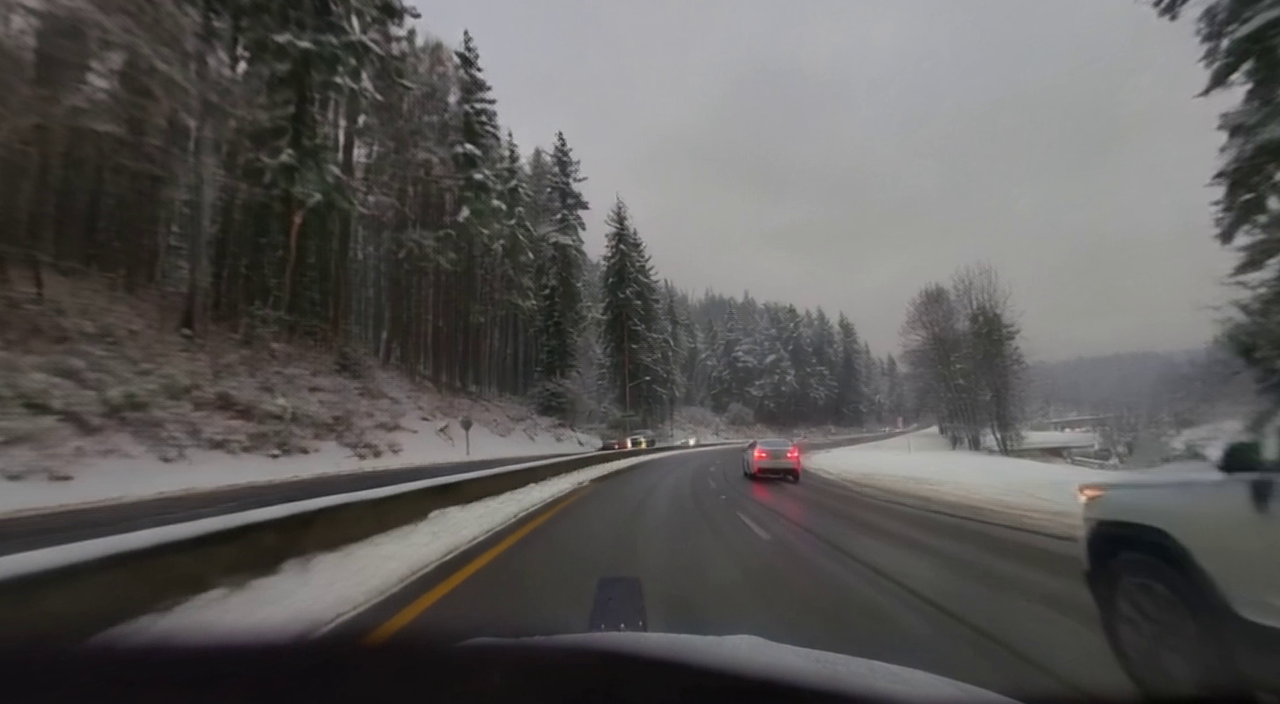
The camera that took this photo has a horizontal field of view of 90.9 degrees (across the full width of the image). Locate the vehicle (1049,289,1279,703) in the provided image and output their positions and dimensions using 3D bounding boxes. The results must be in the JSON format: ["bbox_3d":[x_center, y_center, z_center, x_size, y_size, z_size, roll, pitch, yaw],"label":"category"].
[{"bbox_3d":[3.555,0.549,1.239,2.270,1.897,4.822,0,-8,1],"label":"vehicle"}]

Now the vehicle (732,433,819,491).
[{"bbox_3d":[4.400,3.645,21.241,2.112,1.708,4.380,0,-8,2],"label":"vehicle"}]
